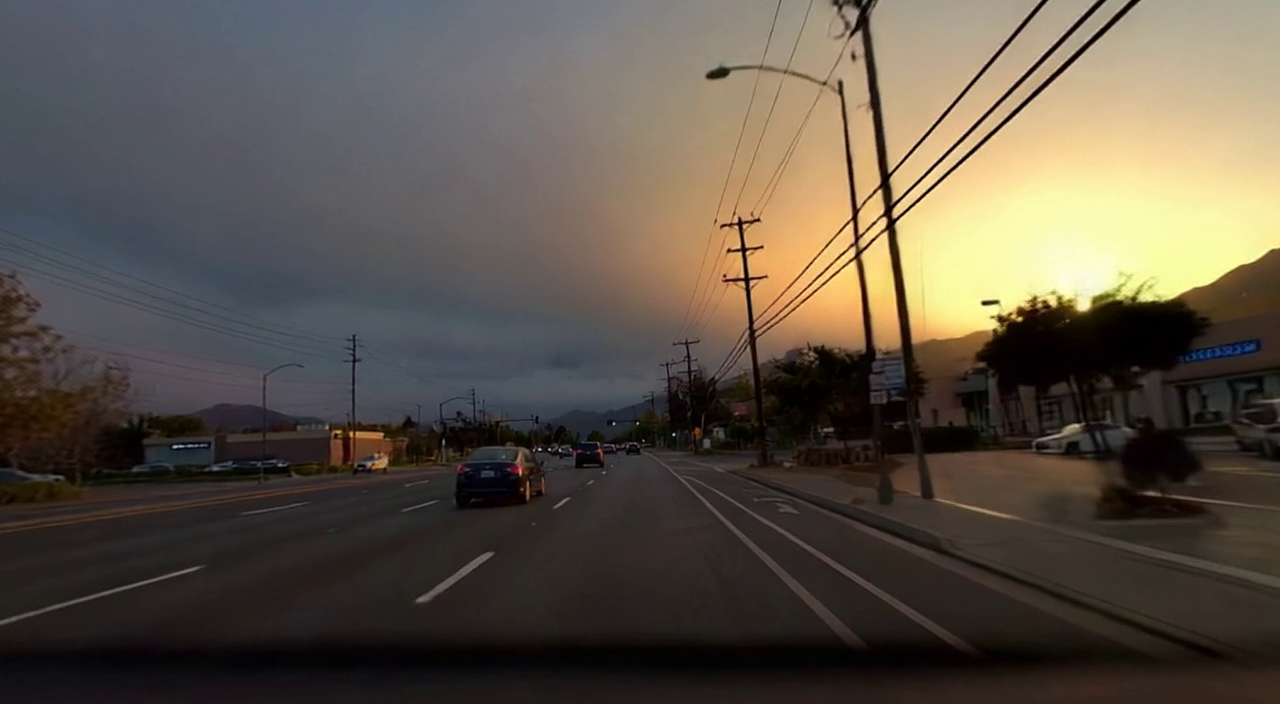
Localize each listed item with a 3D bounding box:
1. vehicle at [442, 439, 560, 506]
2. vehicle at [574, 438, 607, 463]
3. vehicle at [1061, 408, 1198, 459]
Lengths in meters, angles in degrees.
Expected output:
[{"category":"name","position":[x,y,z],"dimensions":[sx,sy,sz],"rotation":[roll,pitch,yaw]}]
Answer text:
[{"category":"vehicle","position":[-3.412,3.049,16.373],"dimensions":[1.942,1.469,4.426],"rotation":[0,-9,2]},{"category":"vehicle","position":[-3.569,7.259,46.450],"dimensions":[2.087,1.736,4.311],"rotation":[0,-9,0]},{"category":"vehicle","position":[16.525,2.805,21.235],"dimensions":[4.497,1.548,1.997],"rotation":[5,-10,-30]}]
